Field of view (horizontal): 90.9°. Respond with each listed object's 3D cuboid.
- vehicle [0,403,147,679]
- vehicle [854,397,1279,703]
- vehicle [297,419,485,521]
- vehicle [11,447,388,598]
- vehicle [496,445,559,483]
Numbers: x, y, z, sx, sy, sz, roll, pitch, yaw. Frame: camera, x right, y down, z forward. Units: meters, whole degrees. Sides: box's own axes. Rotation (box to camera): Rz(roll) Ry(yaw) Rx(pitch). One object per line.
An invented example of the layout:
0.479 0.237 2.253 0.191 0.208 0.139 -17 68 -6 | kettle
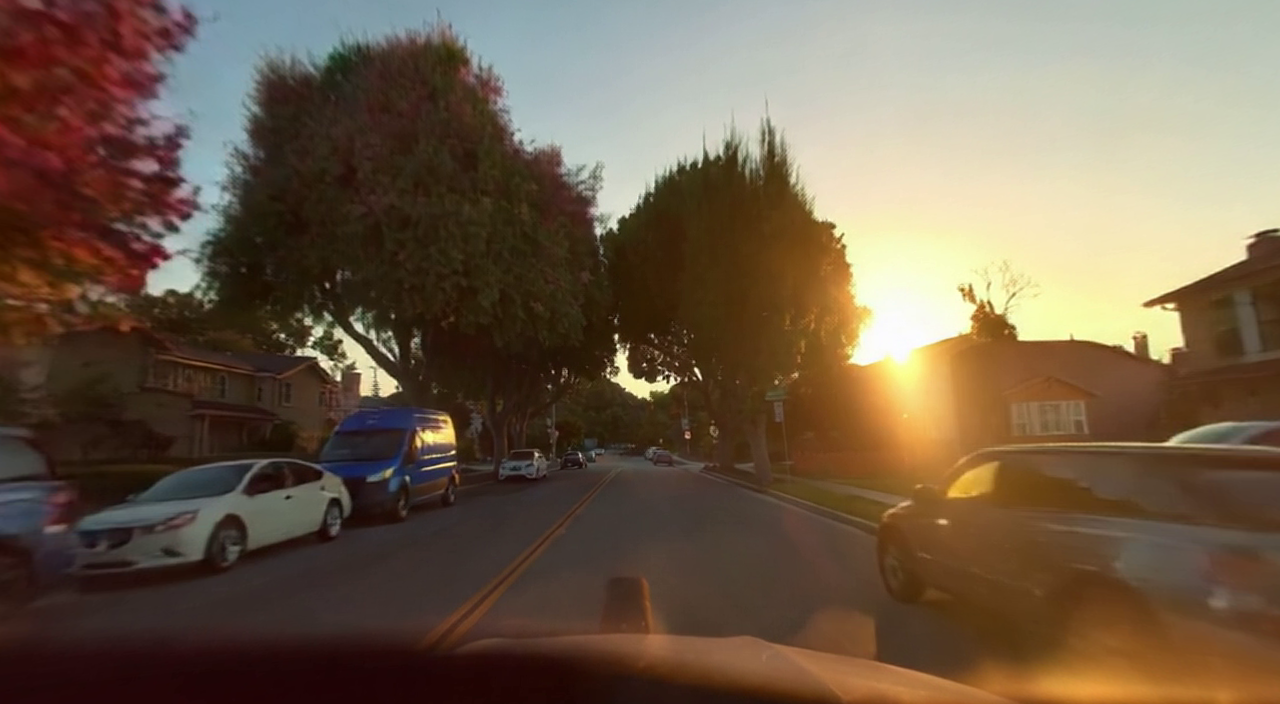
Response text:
-5.433 1.119 3.168 2.090 1.855 4.494 0 -8 2 | vehicle
3.246 1.238 4.372 1.945 1.514 4.552 0 -8 0 | vehicle
-5.594 2.725 15.200 2.315 2.008 5.343 0 -8 0 | vehicle
-5.568 2.136 8.963 1.909 1.517 4.580 0 -8 2 | vehicle
-5.001 5.004 28.624 2.038 1.571 4.524 0 -8 0 | vehicle
